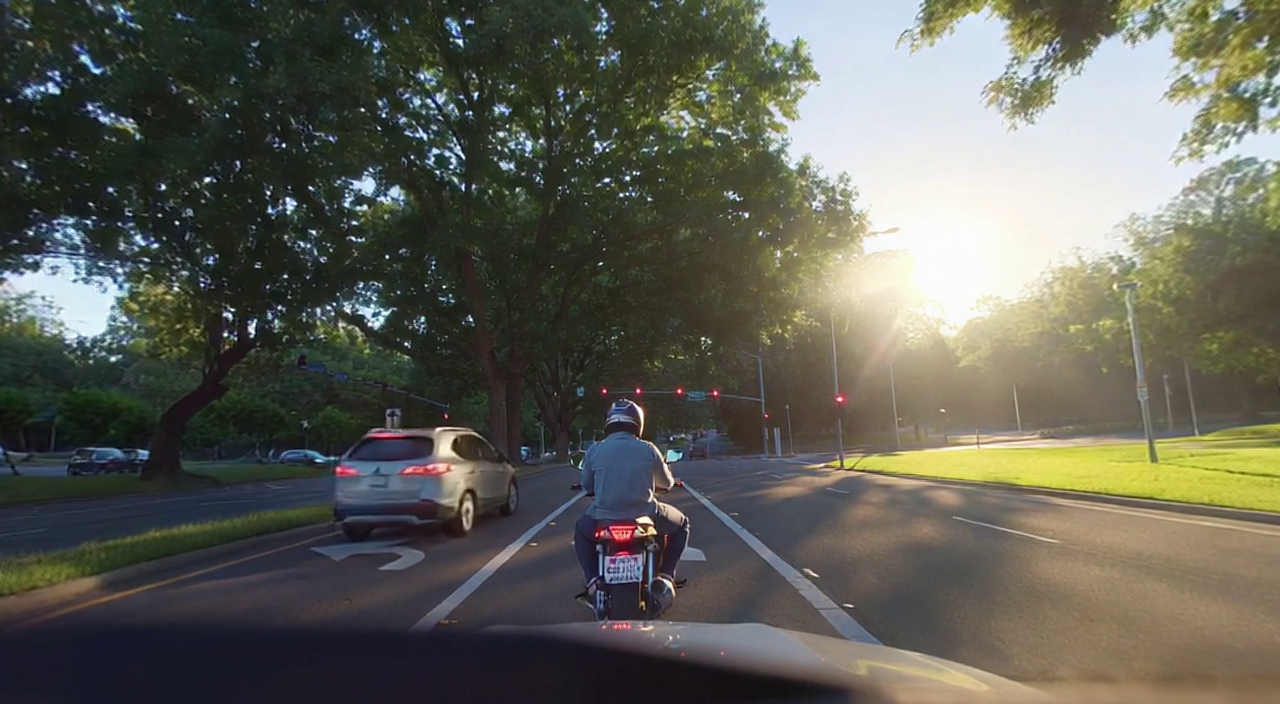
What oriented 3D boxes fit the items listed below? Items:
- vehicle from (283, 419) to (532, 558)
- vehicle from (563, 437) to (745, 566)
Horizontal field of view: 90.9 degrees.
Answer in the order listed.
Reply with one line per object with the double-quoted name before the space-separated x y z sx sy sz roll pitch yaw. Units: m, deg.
"vehicle" -3.244 2.014 10.186 2.056 1.647 5.045 -1 -8 1
"vehicle" 0.126 2.042 9.524 2.093 1.450 4.437 0 -8 -1
